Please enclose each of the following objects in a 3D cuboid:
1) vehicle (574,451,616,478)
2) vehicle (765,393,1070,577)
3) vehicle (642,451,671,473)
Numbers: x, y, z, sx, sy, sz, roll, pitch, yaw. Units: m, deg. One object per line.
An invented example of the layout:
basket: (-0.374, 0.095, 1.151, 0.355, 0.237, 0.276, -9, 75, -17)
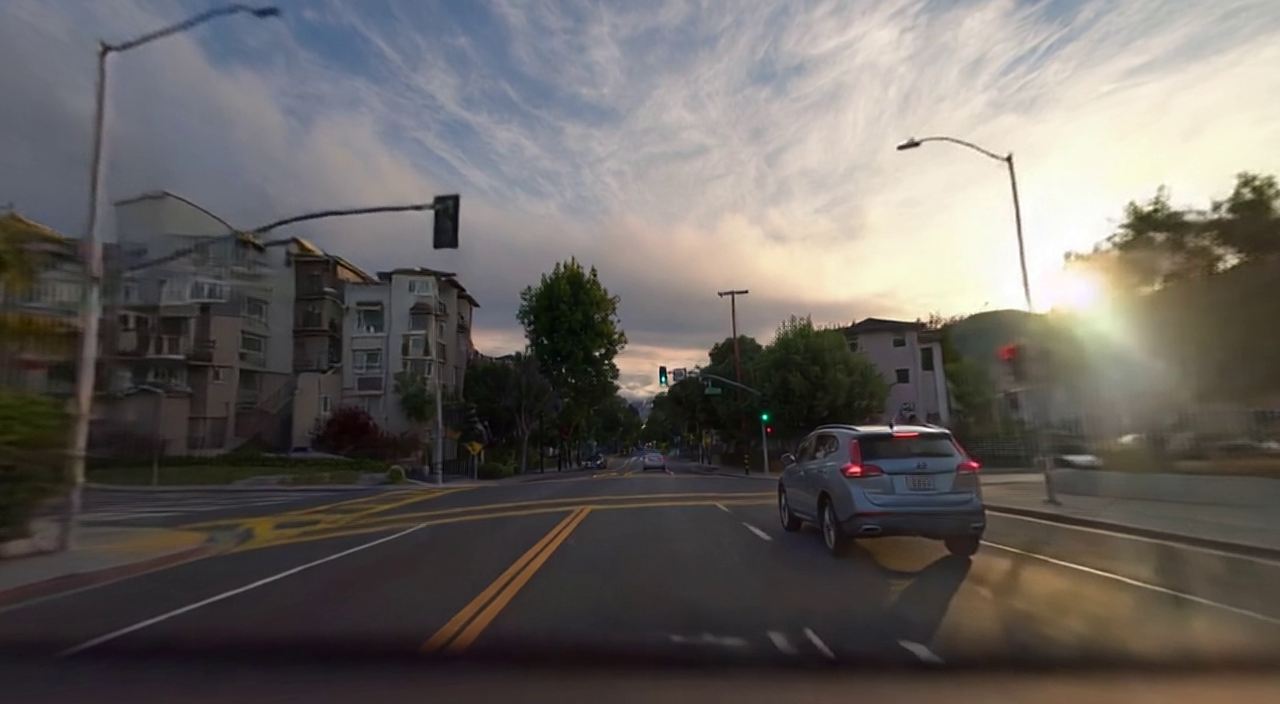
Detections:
vehicle: (-2.683, 6.787, 38.374, 2.170, 1.513, 4.270, 0, -9, 1)
vehicle: (3.313, 1.722, 8.930, 2.130, 1.863, 4.844, 0, -9, 1)
vehicle: (1.185, 8.097, 46.497, 2.097, 1.463, 4.043, 0, -8, 1)
